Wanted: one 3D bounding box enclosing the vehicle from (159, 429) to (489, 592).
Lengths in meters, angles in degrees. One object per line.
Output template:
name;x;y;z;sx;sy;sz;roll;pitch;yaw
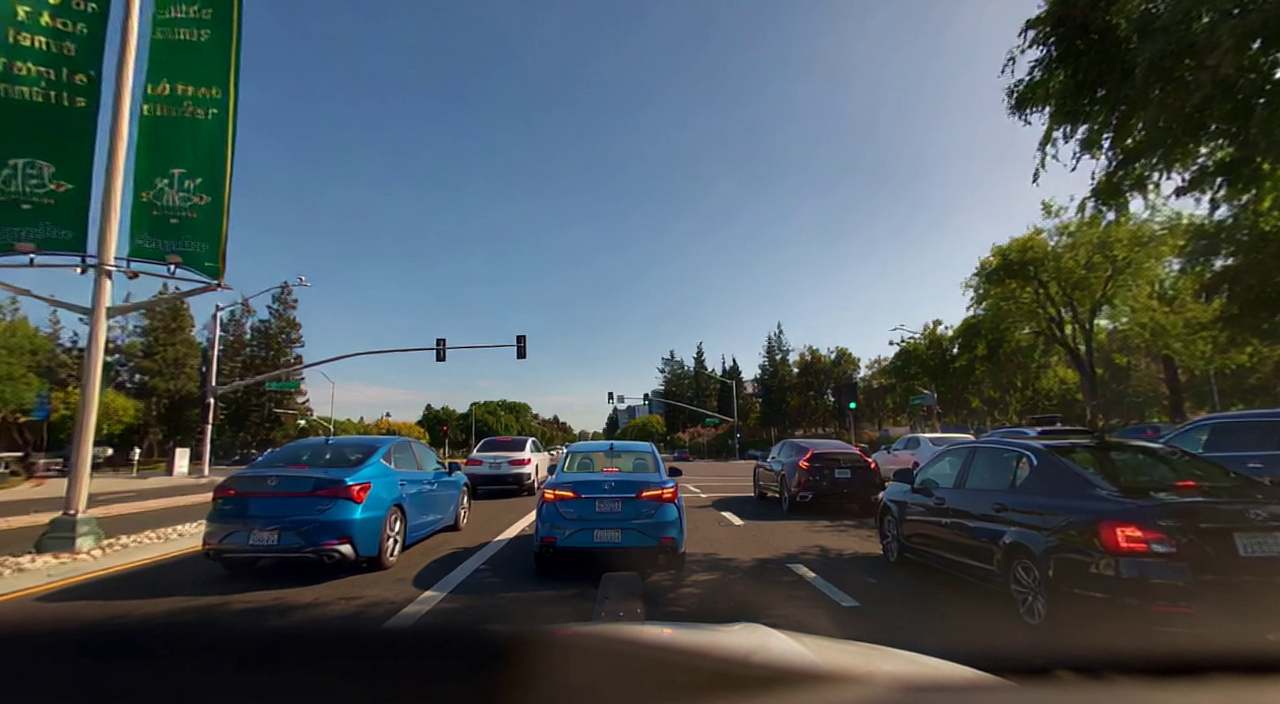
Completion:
vehicle;-3.363;1.745;7.840;1.929;1.457;4.136;0;-9;0

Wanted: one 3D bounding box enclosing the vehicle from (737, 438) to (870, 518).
vehicle;3.399;2.678;13.946;1.852;1.498;3.825;0;-9;-1

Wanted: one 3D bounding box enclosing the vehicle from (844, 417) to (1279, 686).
vehicle;3.604;1.438;5.786;1.953;1.471;4.470;0;-9;0

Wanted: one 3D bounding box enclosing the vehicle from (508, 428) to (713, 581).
vehicle;-0.319;1.768;8.081;1.994;1.479;3.647;0;-9;-1
